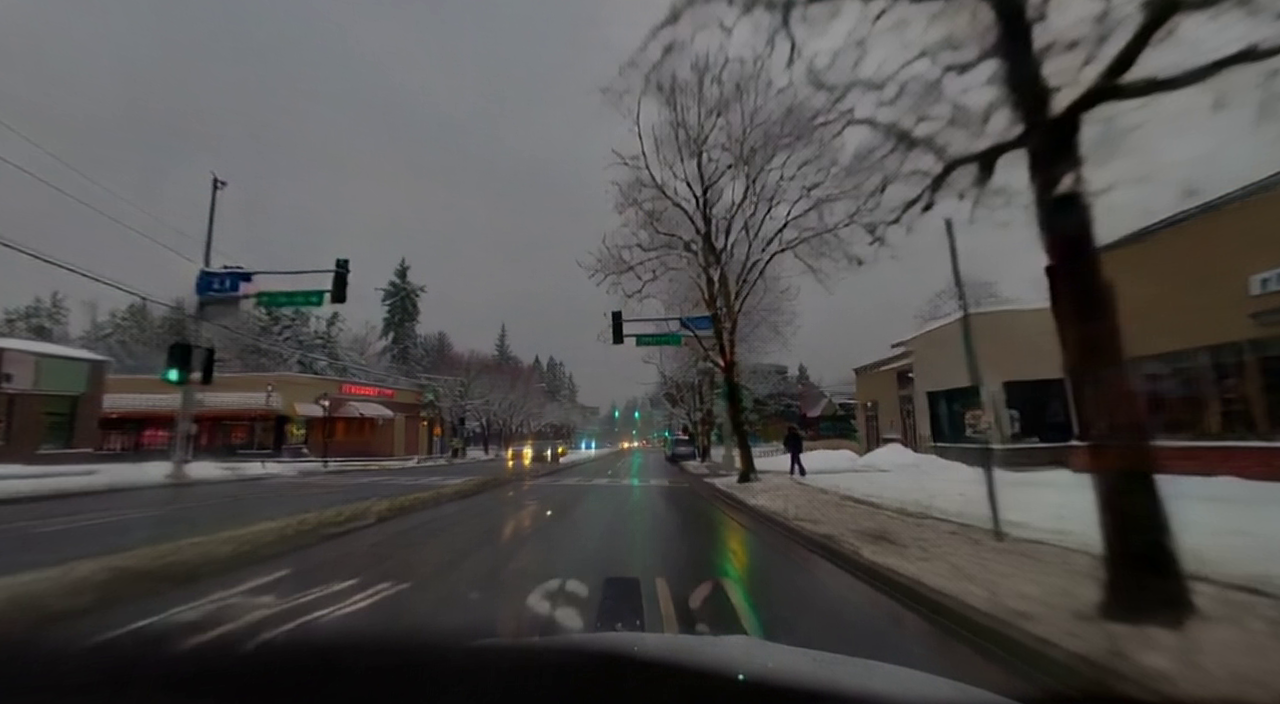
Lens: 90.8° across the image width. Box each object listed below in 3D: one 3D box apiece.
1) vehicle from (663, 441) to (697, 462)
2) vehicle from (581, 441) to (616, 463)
[{"bbox_3d":[2.926,7.396,47.062,2.034,1.491,4.618,0,-8,-3],"label":"vehicle"},{"bbox_3d":[-2.911,7.107,45.091,2.122,1.469,4.388,0,-8,1],"label":"vehicle"}]
